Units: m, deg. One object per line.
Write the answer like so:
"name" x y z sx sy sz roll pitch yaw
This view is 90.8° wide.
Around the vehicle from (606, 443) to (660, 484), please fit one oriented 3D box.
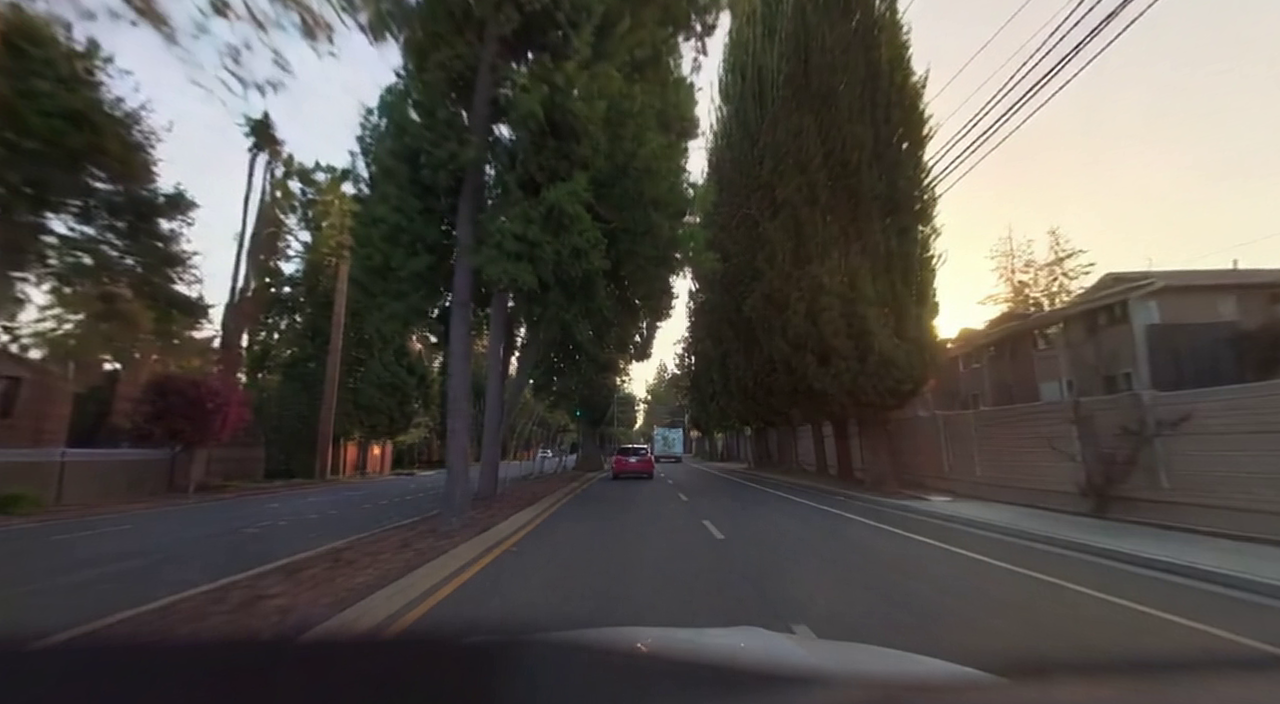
"vehicle" -0.278 4.449 25.598 2.018 1.511 3.993 0 -8 0
